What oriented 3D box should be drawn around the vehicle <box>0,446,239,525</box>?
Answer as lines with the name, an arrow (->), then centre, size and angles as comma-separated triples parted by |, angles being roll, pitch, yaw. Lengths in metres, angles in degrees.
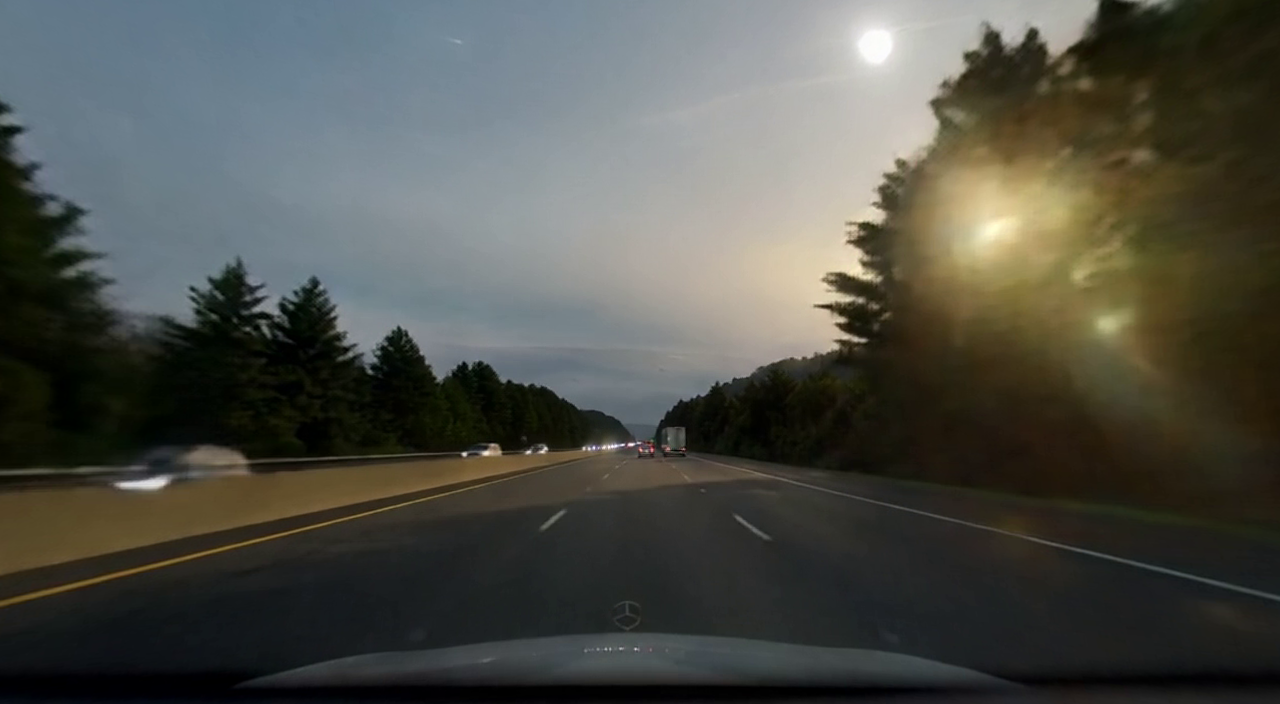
vehicle -> -11.497, 2.881, 14.192 | 1.962, 1.480, 4.417 | 0, -9, 1

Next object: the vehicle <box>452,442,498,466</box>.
vehicle -> -11.676, 7.290, 44.922 | 1.960, 1.597, 4.606 | 0, -9, 1
